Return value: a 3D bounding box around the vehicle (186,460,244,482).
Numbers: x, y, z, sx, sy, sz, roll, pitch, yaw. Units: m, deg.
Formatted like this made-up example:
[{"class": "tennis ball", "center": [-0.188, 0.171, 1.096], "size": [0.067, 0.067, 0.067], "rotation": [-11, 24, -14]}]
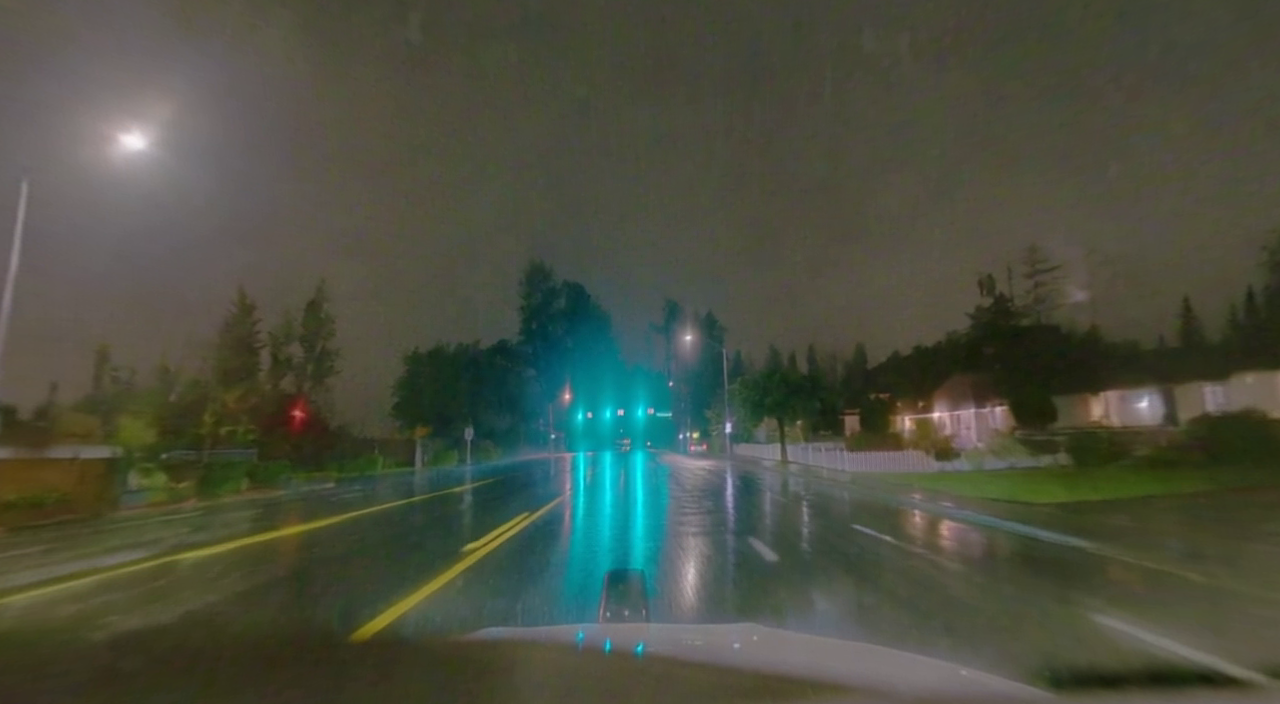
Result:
[{"class": "vehicle", "center": [-33.078, 9.226, 49.155], "size": [1.713, 1.527, 3.708], "rotation": [-1, -9, 5]}]
